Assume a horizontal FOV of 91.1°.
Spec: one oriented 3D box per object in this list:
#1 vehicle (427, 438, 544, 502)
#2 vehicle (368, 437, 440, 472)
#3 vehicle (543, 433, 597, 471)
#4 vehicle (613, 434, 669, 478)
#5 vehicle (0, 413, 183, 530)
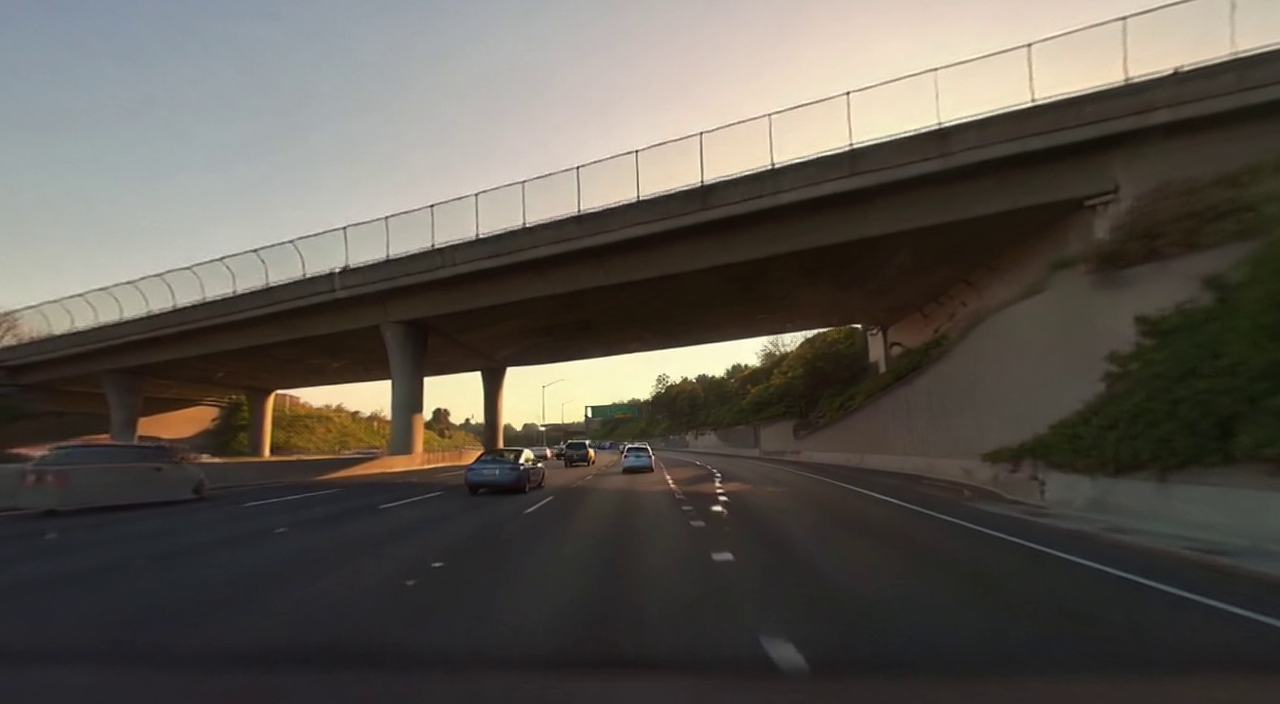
[{"bbox_3d":[-4.009,3.124,17.144,1.997,1.490,4.471,0,-8,1],"label":"vehicle"},{"bbox_3d":[-11.954,5.190,32.090,1.954,1.640,4.339,0,-8,0],"label":"vehicle"},{"bbox_3d":[-3.632,5.268,33.365,2.237,1.841,4.683,0,-8,1],"label":"vehicle"},{"bbox_3d":[0.040,4.316,26.378,2.160,1.678,4.178,0,-8,0],"label":"vehicle"},{"bbox_3d":[-11.059,2.062,11.118,2.119,1.816,5.019,0,-8,0],"label":"vehicle"}]
